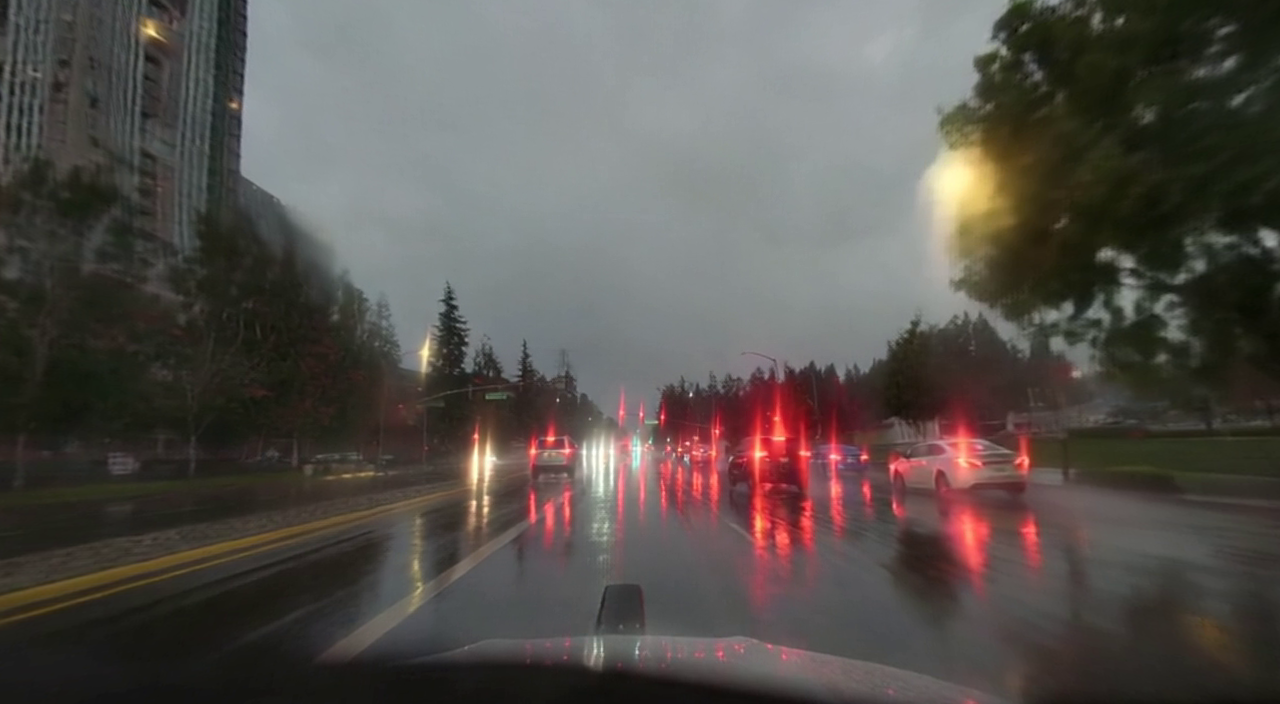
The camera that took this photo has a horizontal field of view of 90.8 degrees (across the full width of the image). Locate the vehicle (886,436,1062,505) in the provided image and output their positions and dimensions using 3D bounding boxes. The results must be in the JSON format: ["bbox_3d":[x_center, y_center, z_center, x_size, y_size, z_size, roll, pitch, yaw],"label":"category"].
[{"bbox_3d":[8.336,2.980,16.396,1.944,1.503,4.723,0,-8,0],"label":"vehicle"}]

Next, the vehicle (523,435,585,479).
[{"bbox_3d":[-3.755,4.678,28.356,2.155,1.797,3.989,-1,-8,1],"label":"vehicle"}]

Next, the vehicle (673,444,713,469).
[{"bbox_3d":[3.336,6.686,40.733,2.054,1.473,4.511,0,-8,-2],"label":"vehicle"}]

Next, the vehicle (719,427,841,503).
[{"bbox_3d":[3.619,3.025,17.360,2.152,1.742,4.704,0,-8,-1],"label":"vehicle"}]
